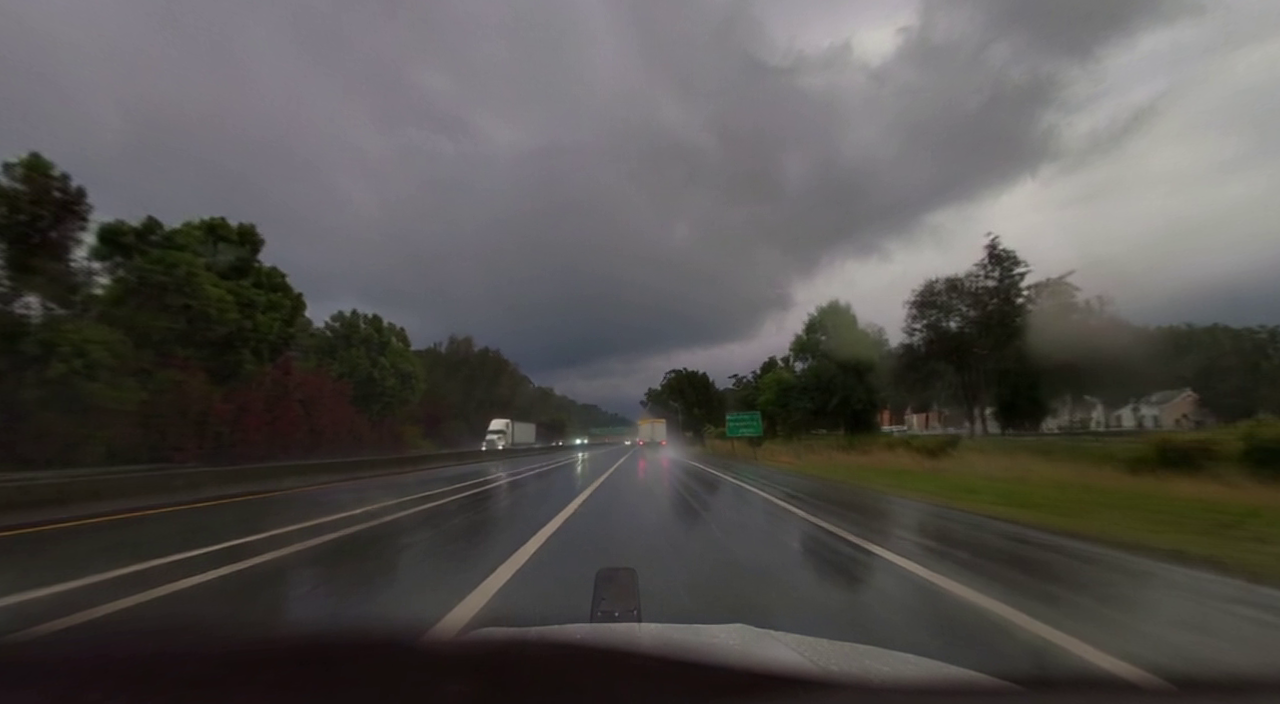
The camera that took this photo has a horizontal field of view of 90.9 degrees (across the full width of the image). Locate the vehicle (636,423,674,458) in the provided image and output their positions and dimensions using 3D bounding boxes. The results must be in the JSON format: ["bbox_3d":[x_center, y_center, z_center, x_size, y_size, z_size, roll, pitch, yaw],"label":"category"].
[{"bbox_3d":[0.965,6.376,45.689,2.495,2.327,5.800,0,-8,-1],"label":"vehicle"}]
